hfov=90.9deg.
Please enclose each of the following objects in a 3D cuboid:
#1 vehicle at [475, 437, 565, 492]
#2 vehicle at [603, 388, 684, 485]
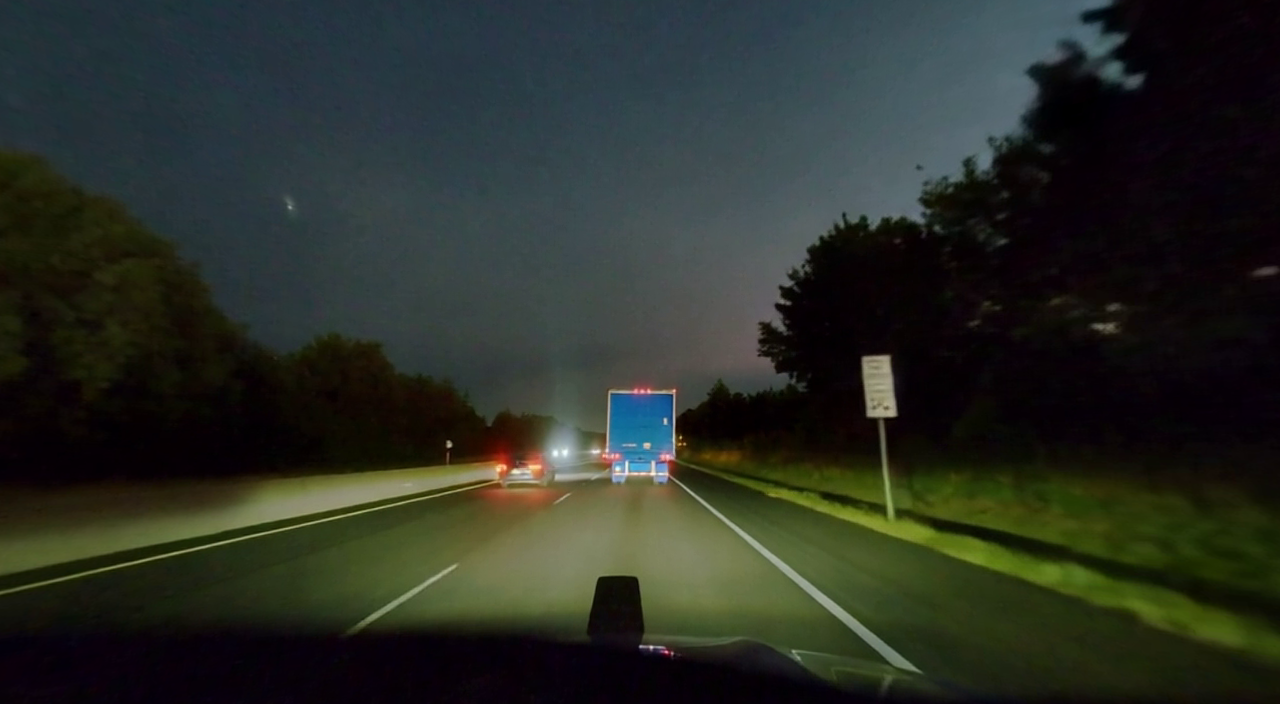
[{"bbox_3d":[-3.908,3.767,21.376,2.160,1.661,4.388,0,-9,0],"label":"vehicle"},{"bbox_3d":[0.003,3.750,27.328,2.913,3.530,8.648,0,-9,-2],"label":"vehicle"}]
